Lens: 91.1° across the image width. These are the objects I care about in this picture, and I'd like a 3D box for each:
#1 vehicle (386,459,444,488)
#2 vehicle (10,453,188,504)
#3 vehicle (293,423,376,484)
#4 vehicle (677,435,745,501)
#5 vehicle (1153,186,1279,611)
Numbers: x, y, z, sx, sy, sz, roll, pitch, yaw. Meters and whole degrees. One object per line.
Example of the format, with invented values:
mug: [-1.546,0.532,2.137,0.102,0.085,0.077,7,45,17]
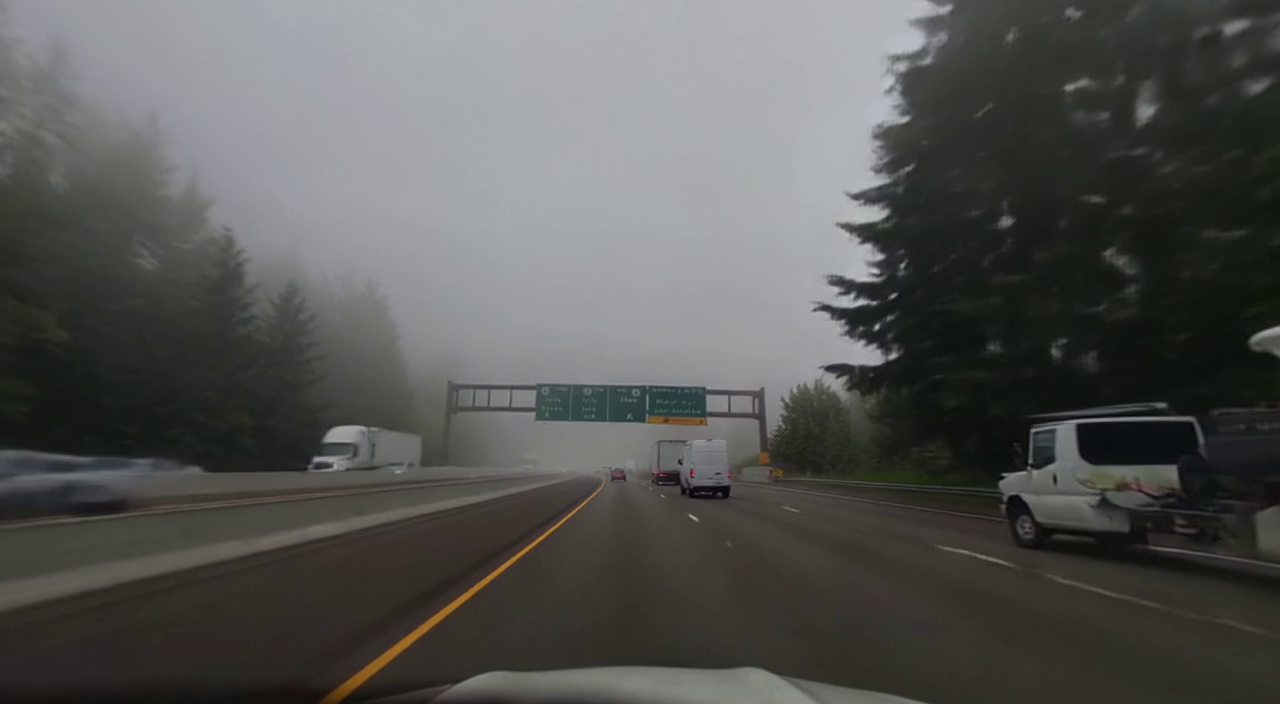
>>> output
vehicle: [-14.298,7.771,40.264,1.996,1.658,4.607,1,-10,0]
vehicle: [-17.531,4.136,20.714,1.875,1.453,4.480,1,-10,-1]
vehicle: [-21.760,7.368,45.199,2.923,3.992,5.858,1,-10,-1]
vehicle: [3.033,5.204,28.223,2.291,2.639,5.280,1,-10,-2]
vehicle: [7.667,-0.613,0.268,2.866,4.102,14.351,1,-10,0]
